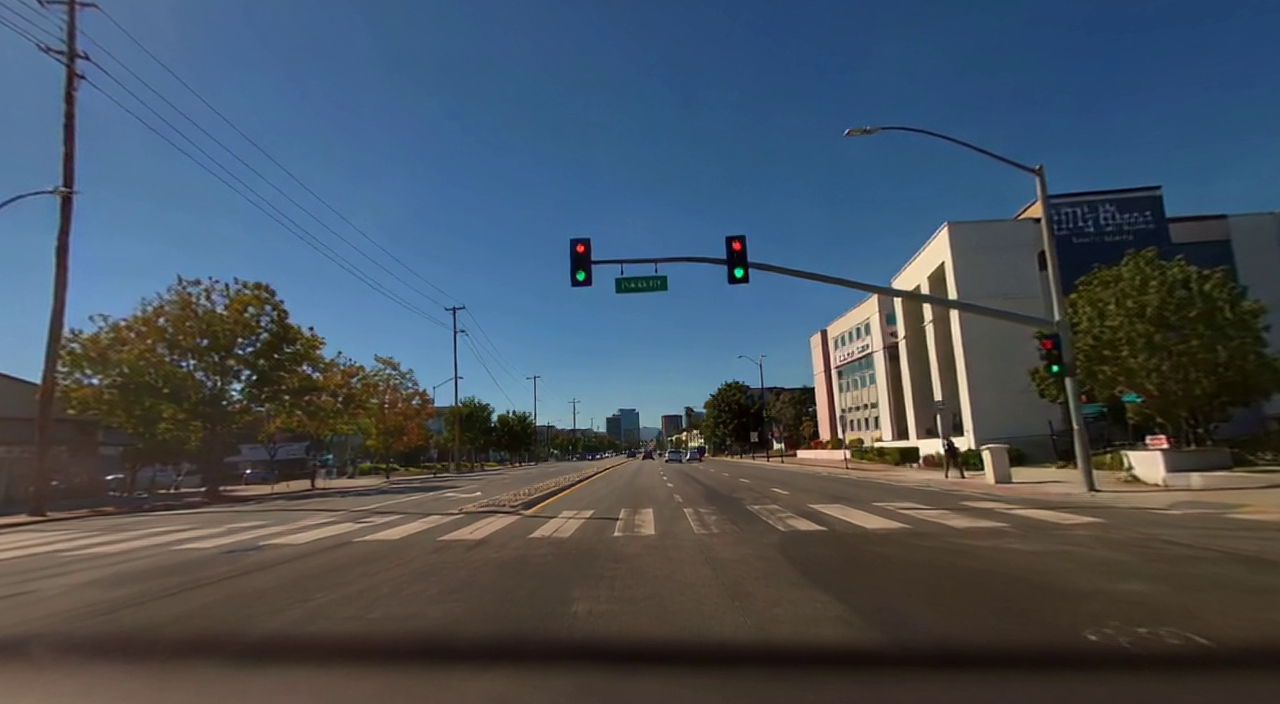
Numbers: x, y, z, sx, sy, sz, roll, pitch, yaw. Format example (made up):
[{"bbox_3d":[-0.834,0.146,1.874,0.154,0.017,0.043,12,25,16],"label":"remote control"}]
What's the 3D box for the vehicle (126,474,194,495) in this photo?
[{"bbox_3d":[-37.419,10.319,49.249,1.736,1.399,4.271,-1,-9,4],"label":"vehicle"}]
